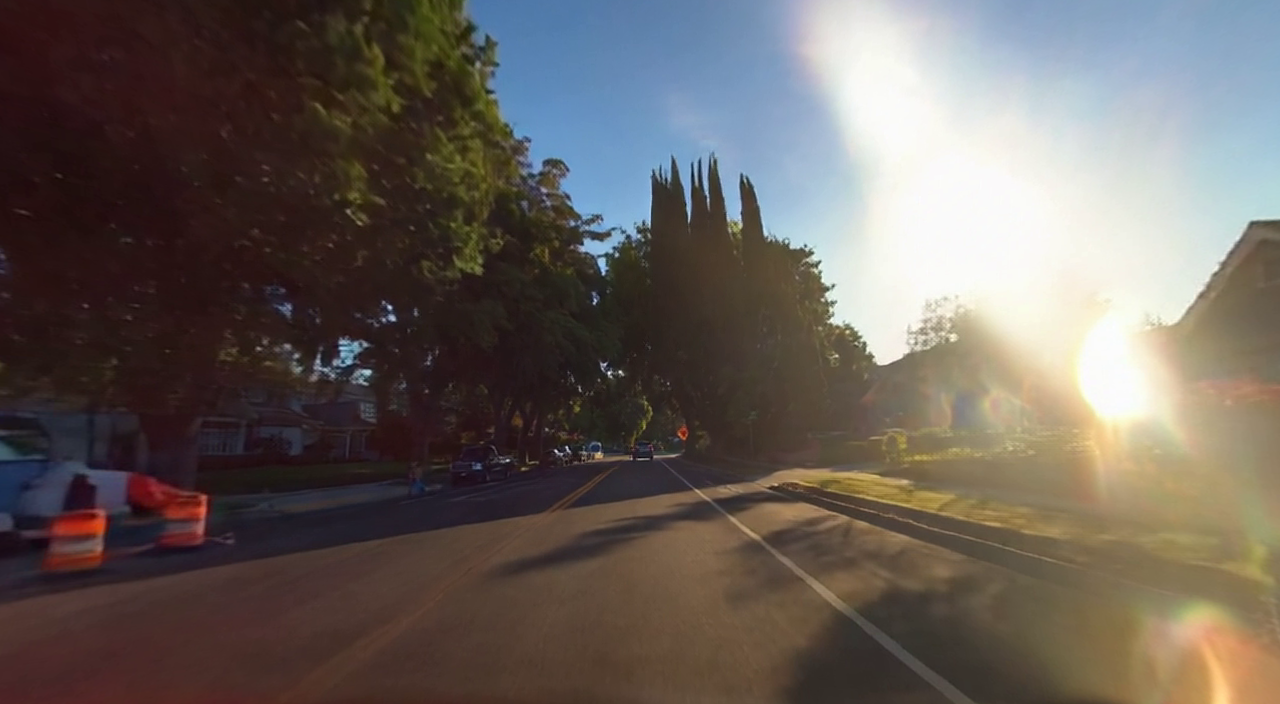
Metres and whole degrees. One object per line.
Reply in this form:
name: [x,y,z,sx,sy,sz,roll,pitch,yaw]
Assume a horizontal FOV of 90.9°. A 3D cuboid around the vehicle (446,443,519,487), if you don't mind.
vehicle: [-8.199,5.870,33.384,2.422,1.855,6.165,-4,-7,-2]
